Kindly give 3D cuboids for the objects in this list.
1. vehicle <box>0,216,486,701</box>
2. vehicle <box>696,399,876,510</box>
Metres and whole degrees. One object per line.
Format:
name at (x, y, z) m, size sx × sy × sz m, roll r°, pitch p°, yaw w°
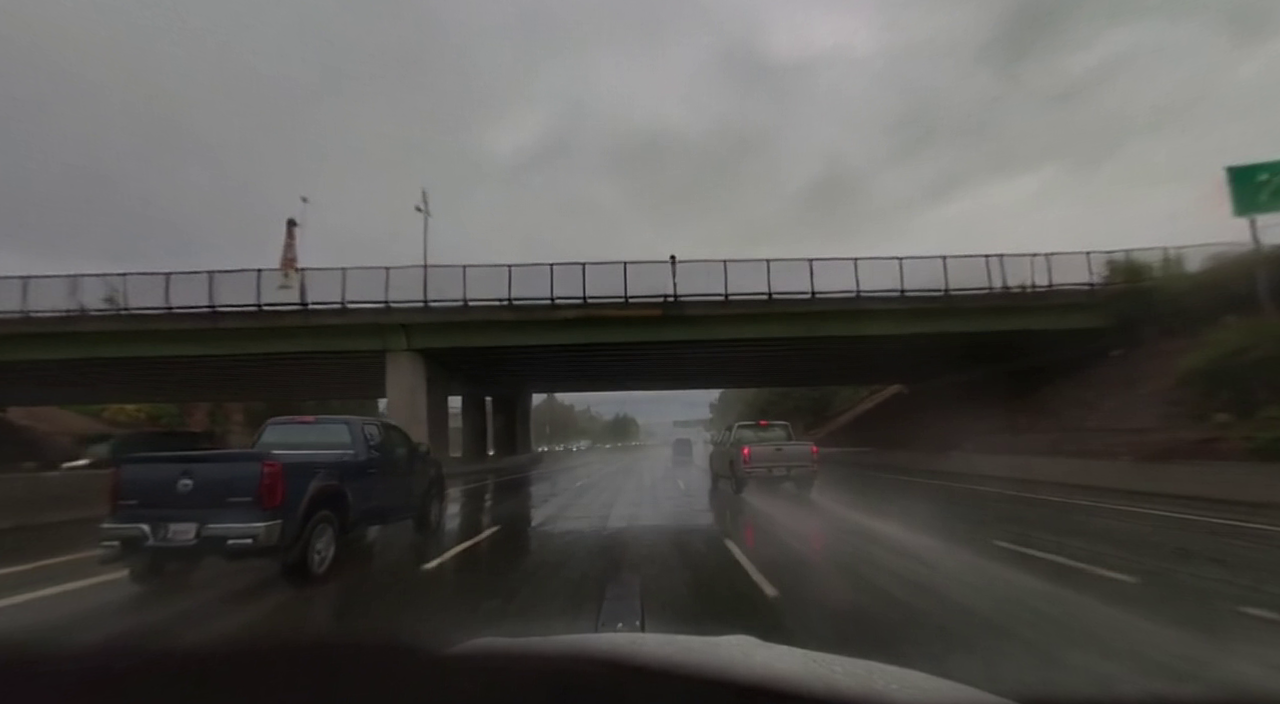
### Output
vehicle at (-3.554, 0.981, 6.573) m, size 2.369 × 2.682 × 6.088 m, roll -1°, pitch -8°, yaw 0°
vehicle at (3.005, 2.361, 14.897) m, size 2.693 × 2.044 × 5.882 m, roll -1°, pitch -8°, yaw -1°
